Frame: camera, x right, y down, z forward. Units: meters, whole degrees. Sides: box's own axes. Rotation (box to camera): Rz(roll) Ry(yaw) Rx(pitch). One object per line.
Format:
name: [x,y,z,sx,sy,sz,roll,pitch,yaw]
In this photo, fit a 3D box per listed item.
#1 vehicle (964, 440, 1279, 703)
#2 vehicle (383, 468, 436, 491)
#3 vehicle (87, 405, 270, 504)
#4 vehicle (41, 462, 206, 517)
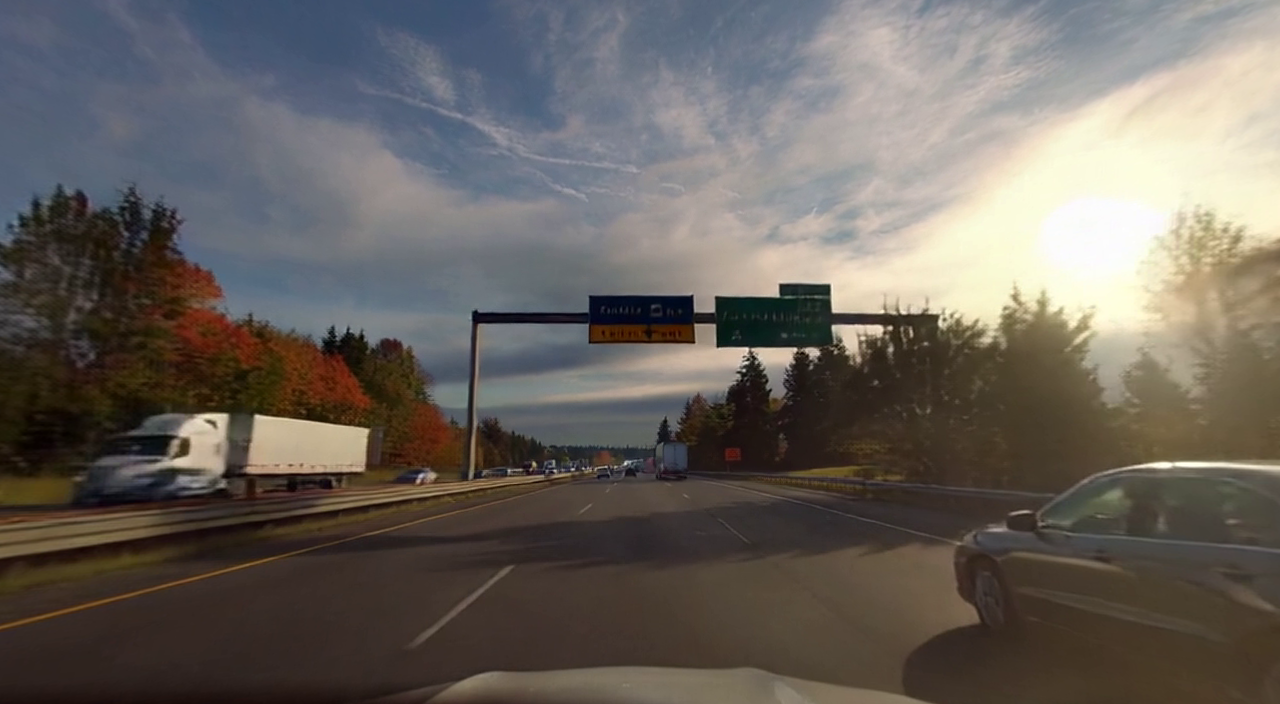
vehicle: [4.045,1.270,3.498,2.051,1.472,4.547,1,-10,0]
vehicle: [-15.783,8.717,43.415,1.901,1.453,4.530,1,-10,0]
vehicle: [-19.703,4.511,27.556,3.108,3.777,6.082,1,-10,0]
vehicle: [-15.254,4.057,18.901,1.746,1.462,3.698,1,-10,0]
